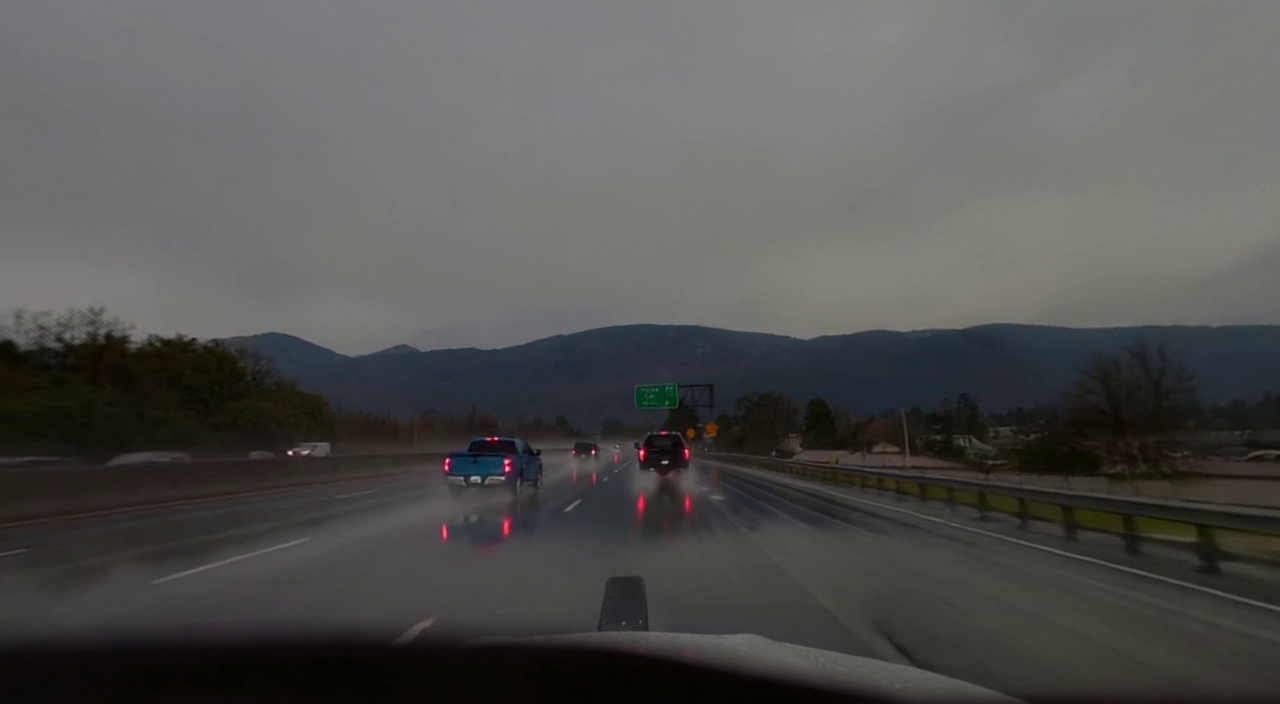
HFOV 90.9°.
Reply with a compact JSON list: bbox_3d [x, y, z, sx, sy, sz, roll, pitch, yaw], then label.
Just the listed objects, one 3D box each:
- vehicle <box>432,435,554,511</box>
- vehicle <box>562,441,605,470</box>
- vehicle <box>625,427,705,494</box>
[{"bbox_3d":[-3.428,2.906,15.579,1.959,1.604,4.065,-1,-9,1],"label":"vehicle"},{"bbox_3d":[-3.314,6.186,37.855,2.106,1.651,4.040,-1,-9,2],"label":"vehicle"},{"bbox_3d":[0.746,3.449,20.421,2.229,1.837,5.387,-1,-9,1],"label":"vehicle"}]
